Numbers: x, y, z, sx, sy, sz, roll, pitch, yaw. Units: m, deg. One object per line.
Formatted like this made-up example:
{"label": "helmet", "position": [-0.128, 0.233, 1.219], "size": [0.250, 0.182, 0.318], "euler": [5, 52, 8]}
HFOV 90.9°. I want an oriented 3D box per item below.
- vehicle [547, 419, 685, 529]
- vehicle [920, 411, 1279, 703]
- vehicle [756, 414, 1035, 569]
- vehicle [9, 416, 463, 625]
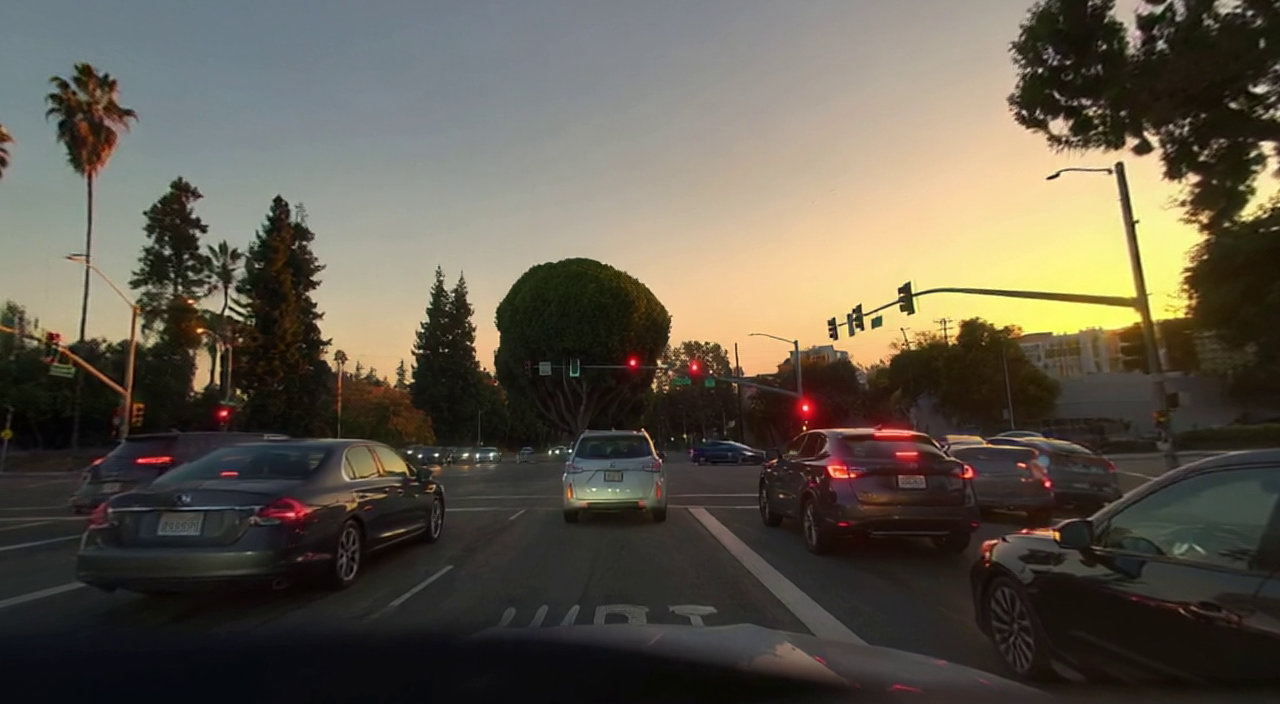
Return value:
{"label": "vehicle", "position": [-0.404, 2.271, 12.240], "size": [2.215, 1.749, 3.976], "euler": [0, -8, 0]}
{"label": "vehicle", "position": [3.251, 1.028, 2.803], "size": [1.960, 1.460, 4.233], "euler": [0, -8, -2]}
{"label": "vehicle", "position": [3.287, 1.884, 9.353], "size": [2.097, 1.707, 4.461], "euler": [0, -8, -2]}
{"label": "vehicle", "position": [-3.541, 1.538, 6.796], "size": [1.941, 1.492, 4.399], "euler": [0, -8, 1]}
